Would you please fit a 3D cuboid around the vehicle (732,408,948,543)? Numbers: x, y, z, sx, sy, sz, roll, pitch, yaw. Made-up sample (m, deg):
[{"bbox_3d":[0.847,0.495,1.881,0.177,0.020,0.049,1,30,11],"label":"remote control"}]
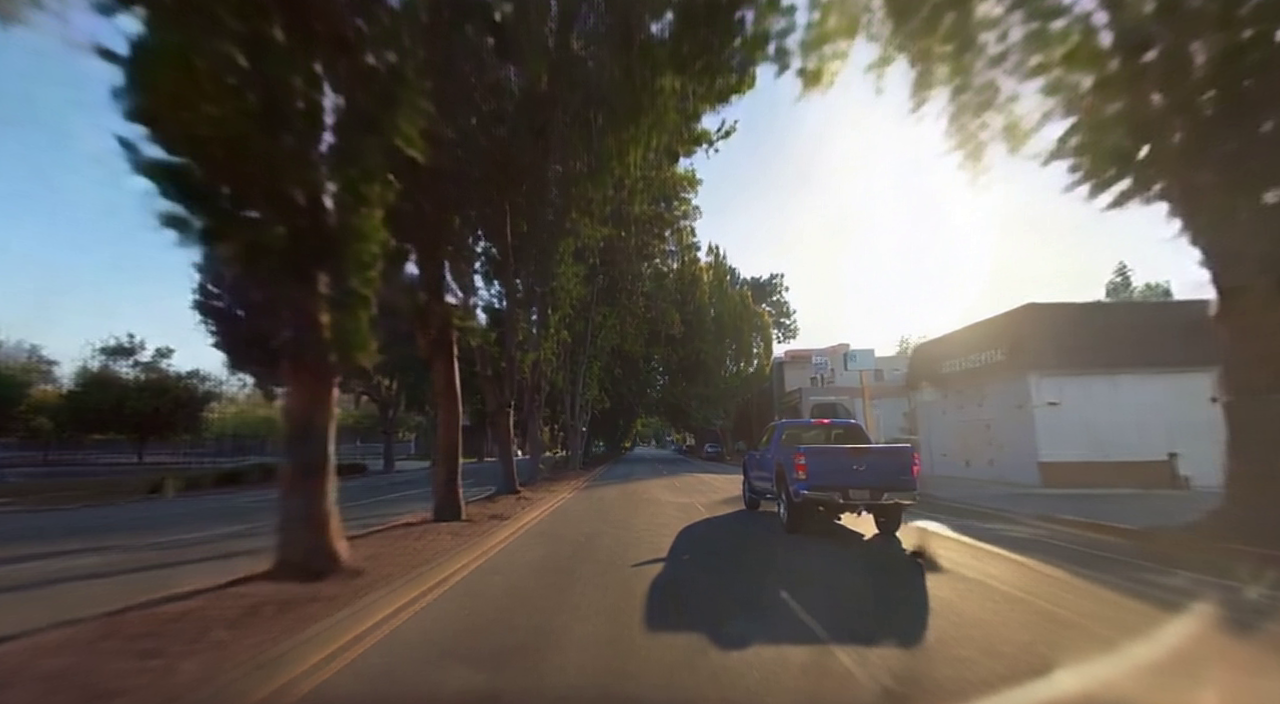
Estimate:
[{"bbox_3d":[3.125,2.085,11.346,2.085,1.828,5.383,0,-8,0],"label":"vehicle"}]
